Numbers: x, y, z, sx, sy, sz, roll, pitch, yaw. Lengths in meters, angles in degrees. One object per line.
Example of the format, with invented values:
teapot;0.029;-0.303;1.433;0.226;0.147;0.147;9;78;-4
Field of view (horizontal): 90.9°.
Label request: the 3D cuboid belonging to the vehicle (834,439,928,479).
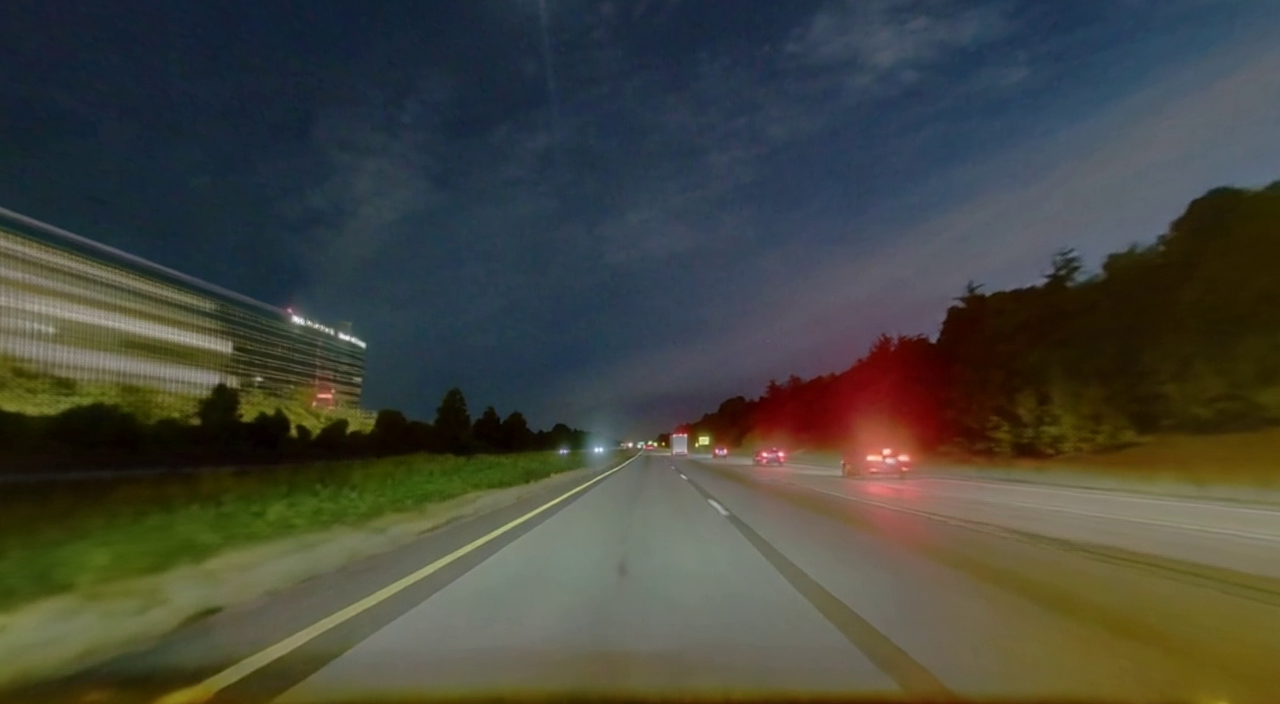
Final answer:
vehicle;10.682;4.777;28.391;2.127;1.646;4.926;0;-9;-2
